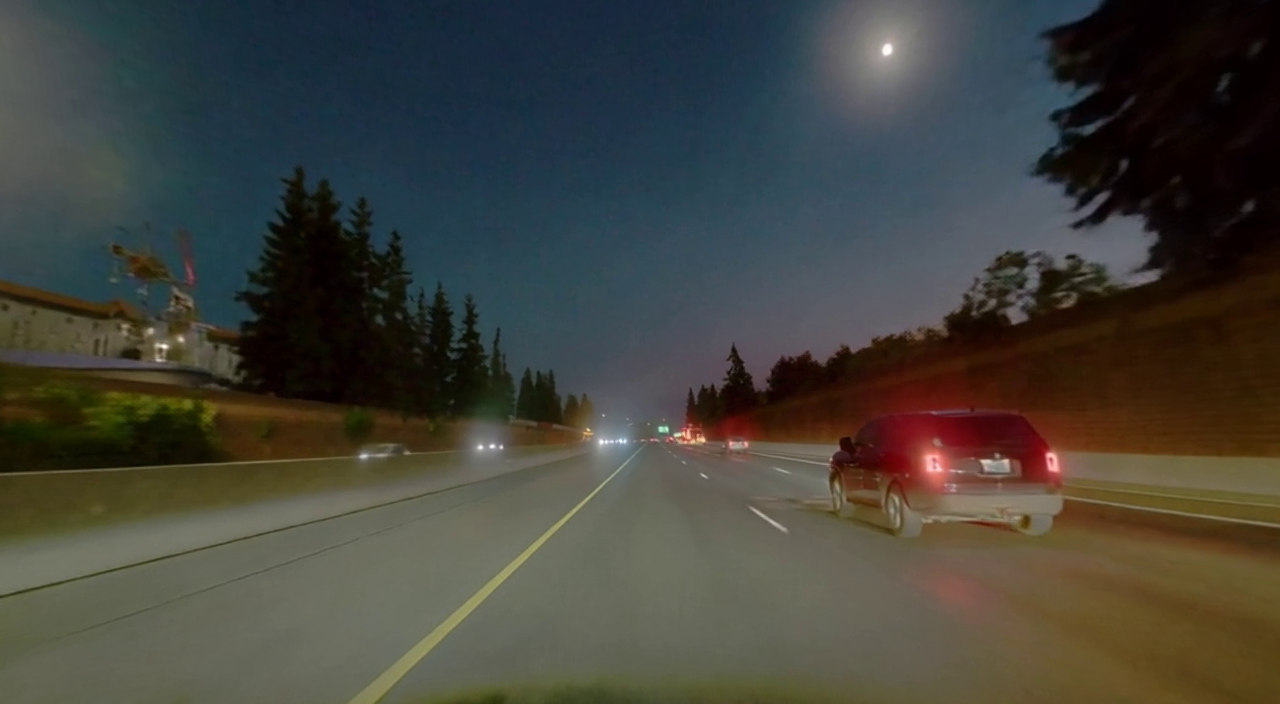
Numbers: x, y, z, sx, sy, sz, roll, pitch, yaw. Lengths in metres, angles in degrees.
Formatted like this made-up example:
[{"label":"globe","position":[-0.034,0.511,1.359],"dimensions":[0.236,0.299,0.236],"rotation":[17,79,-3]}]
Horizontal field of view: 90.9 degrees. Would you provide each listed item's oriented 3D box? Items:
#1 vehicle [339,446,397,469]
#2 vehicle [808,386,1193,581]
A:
[{"label":"vehicle","position":[-18.008,6.973,41.933],"dimensions":[1.805,1.465,4.453],"rotation":[-1,-8,1]},{"label":"vehicle","position":[3.973,1.556,8.231],"dimensions":[2.190,1.783,4.637],"rotation":[0,-8,-1]}]
